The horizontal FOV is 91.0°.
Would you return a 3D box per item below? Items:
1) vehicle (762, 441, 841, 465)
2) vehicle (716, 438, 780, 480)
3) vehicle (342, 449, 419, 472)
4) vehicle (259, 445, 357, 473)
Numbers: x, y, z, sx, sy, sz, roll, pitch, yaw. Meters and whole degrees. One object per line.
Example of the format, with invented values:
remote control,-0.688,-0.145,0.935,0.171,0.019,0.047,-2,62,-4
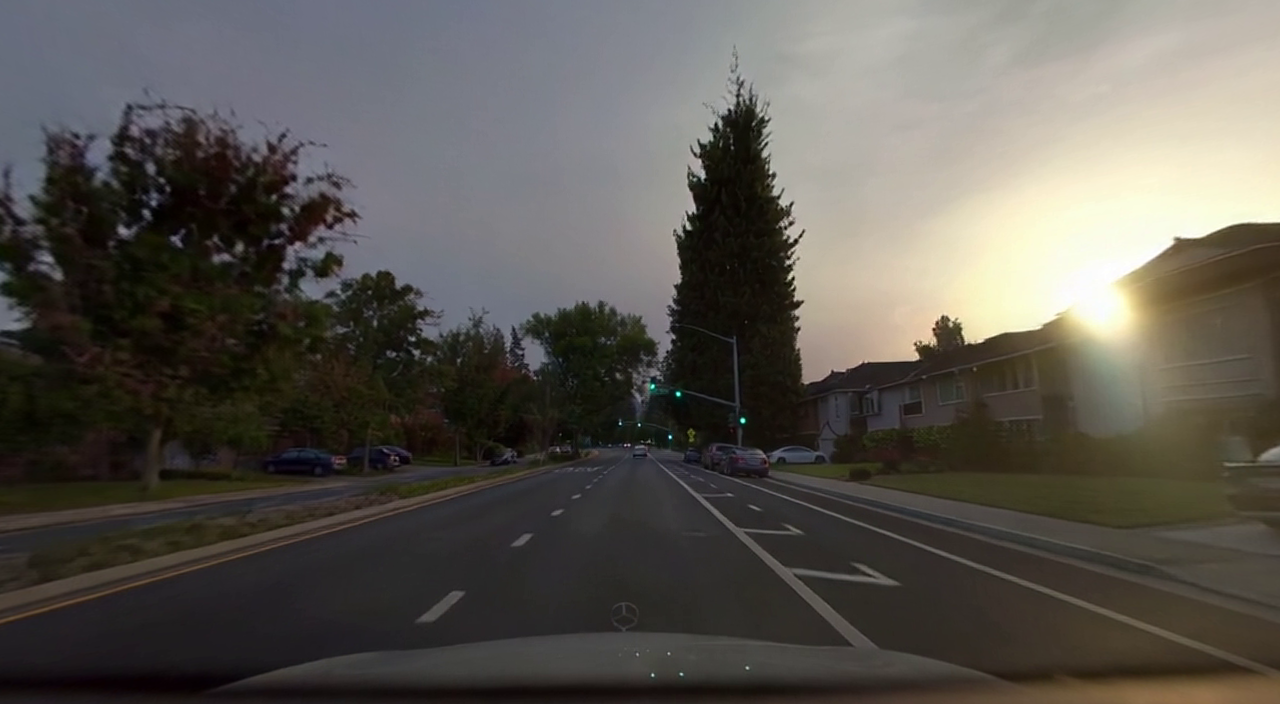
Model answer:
vehicle,11.111,6.976,43.527,4.875,1.609,1.954,0,-9,1
vehicle,5.181,5.210,30.811,2.164,1.729,4.488,4,-9,-1
vehicle,-17.685,7.398,43.037,4.349,1.457,1.997,1,-8,-2
vehicle,-18.235,5.899,34.728,4.355,1.482,1.794,0,-9,0
